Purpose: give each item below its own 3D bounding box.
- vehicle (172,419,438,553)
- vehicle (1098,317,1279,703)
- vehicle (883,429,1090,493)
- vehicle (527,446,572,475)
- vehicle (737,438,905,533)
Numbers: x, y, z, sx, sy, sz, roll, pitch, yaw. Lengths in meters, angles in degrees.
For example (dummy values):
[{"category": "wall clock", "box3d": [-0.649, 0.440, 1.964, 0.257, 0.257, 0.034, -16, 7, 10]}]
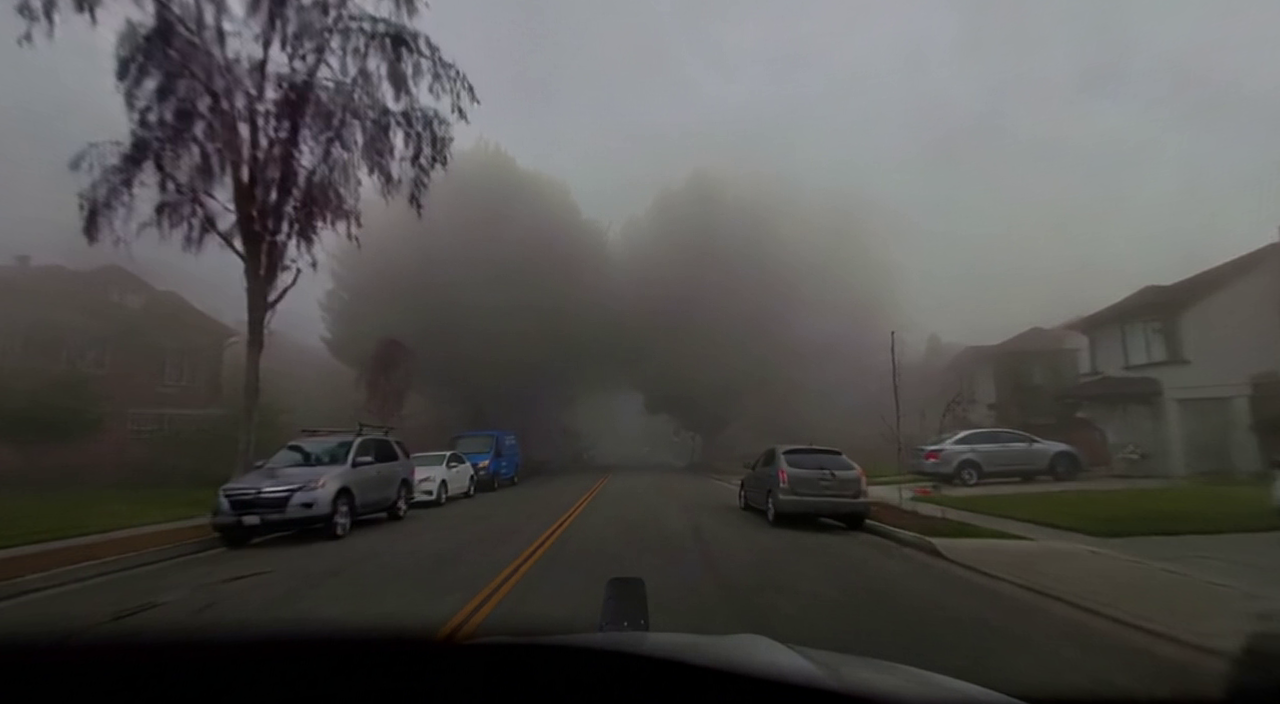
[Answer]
[{"category": "vehicle", "box3d": [-5.424, 2.205, 11.133, 2.090, 1.855, 4.494, 0, -8, 2]}, {"category": "vehicle", "box3d": [3.040, 0.540, 0.307, 2.172, 1.764, 4.685, 0, -8, 2]}, {"category": "vehicle", "box3d": [9.218, 2.916, 17.054, 4.365, 1.597, 2.112, 1, -8, -5]}, {"category": "vehicle", "box3d": [-5.187, 6.283, 36.741, 2.038, 1.571, 4.524, 0, -8, -1]}, {"category": "vehicle", "box3d": [3.275, 2.496, 12.488, 1.945, 1.514, 4.552, 0, -8, 0]}]
